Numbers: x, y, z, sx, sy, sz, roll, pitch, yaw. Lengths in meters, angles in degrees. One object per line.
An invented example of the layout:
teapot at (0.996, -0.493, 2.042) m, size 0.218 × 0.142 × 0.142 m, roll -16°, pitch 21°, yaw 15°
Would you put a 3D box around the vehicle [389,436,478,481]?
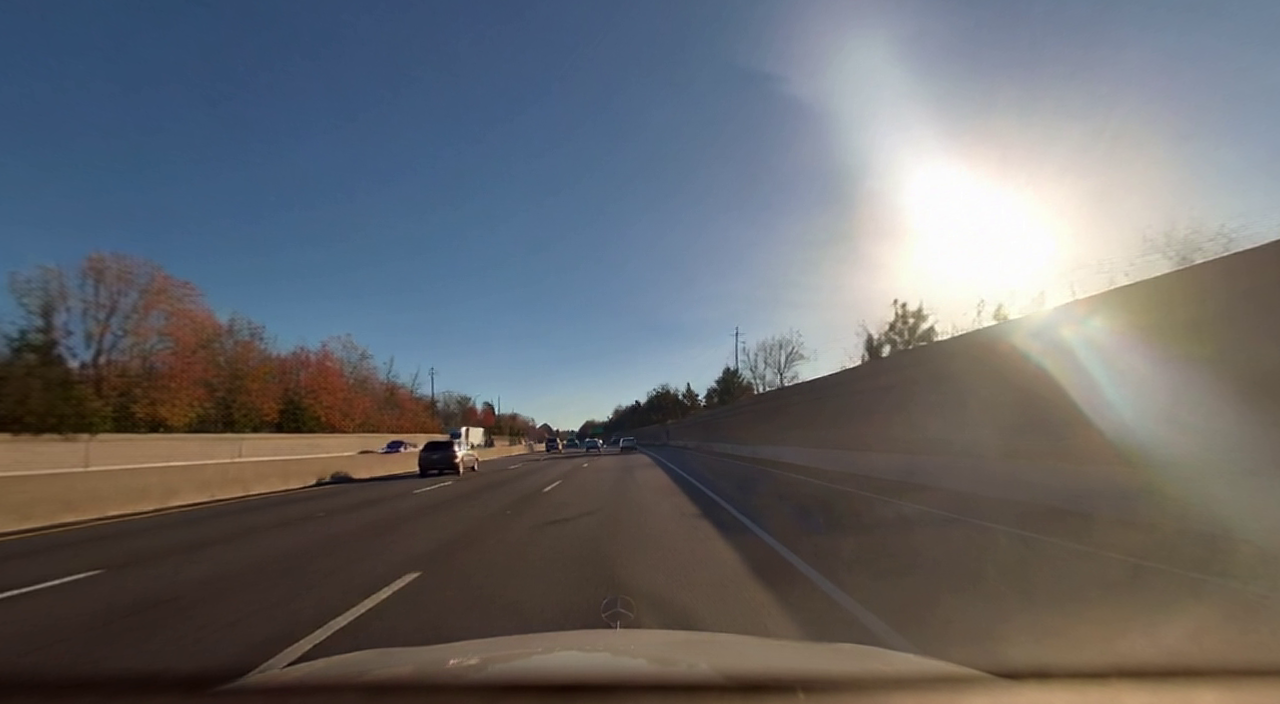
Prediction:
vehicle at (-7.658, 3.950, 23.770) m, size 1.972 × 1.532 × 4.222 m, roll 0°, pitch -8°, yaw 0°
